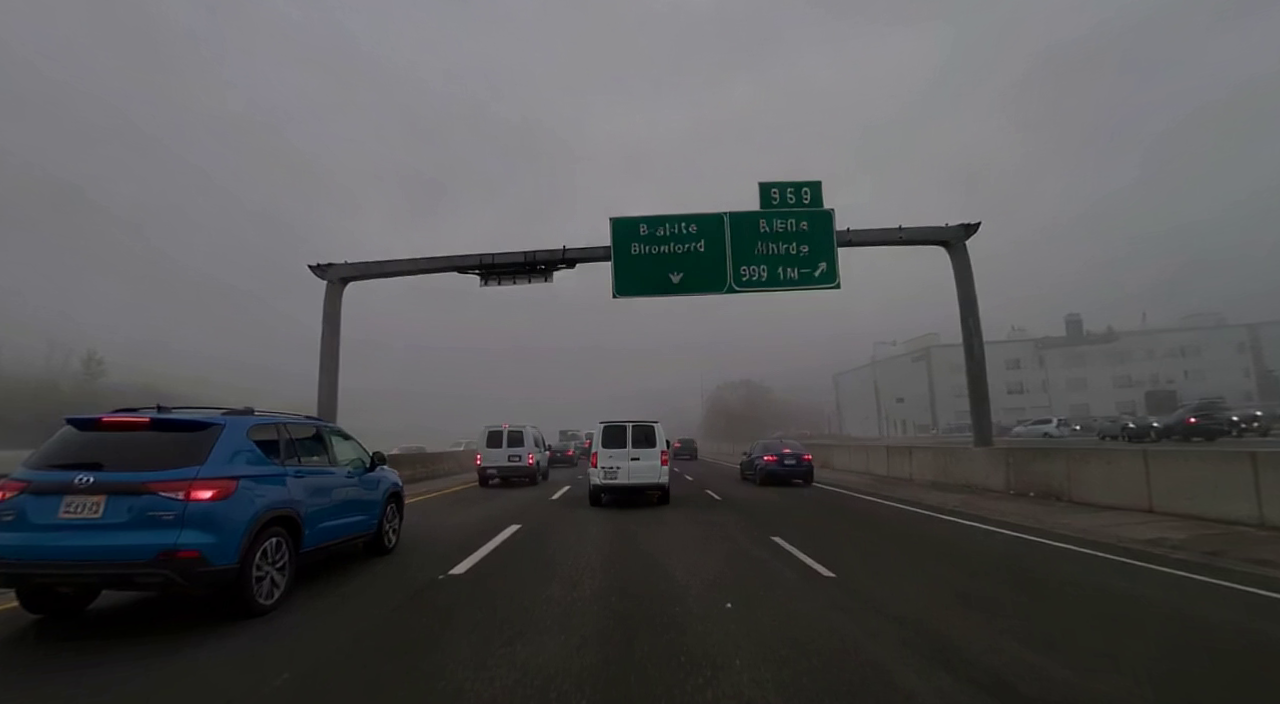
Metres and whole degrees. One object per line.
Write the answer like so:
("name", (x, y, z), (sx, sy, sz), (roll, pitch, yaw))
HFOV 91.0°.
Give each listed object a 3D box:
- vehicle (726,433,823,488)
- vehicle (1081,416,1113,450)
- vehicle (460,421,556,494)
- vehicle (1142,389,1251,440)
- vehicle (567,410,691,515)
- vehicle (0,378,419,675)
("vehicle", (4.033, 3.303, 19.536), (1.999, 1.494, 3.833), (0, -8, -2))
("vehicle", (30.810, 5.470, 42.405), (1.480, 2.238, 1.864), (-6, -10, 36))
("vehicle", (-3.869, 3.174, 19.263), (2.038, 1.936, 4.300), (0, -8, -1))
("vehicle", (36.307, 4.193, 41.285), (2.528, 3.094, 4.804), (-1, -8, 1))
("vehicle", (-0.284, 2.364, 13.928), (2.304, 1.925, 4.282), (0, -8, -2))
("vehicle", (-3.807, 1.316, 5.878), (1.972, 1.703, 4.333), (0, -8, -1))
